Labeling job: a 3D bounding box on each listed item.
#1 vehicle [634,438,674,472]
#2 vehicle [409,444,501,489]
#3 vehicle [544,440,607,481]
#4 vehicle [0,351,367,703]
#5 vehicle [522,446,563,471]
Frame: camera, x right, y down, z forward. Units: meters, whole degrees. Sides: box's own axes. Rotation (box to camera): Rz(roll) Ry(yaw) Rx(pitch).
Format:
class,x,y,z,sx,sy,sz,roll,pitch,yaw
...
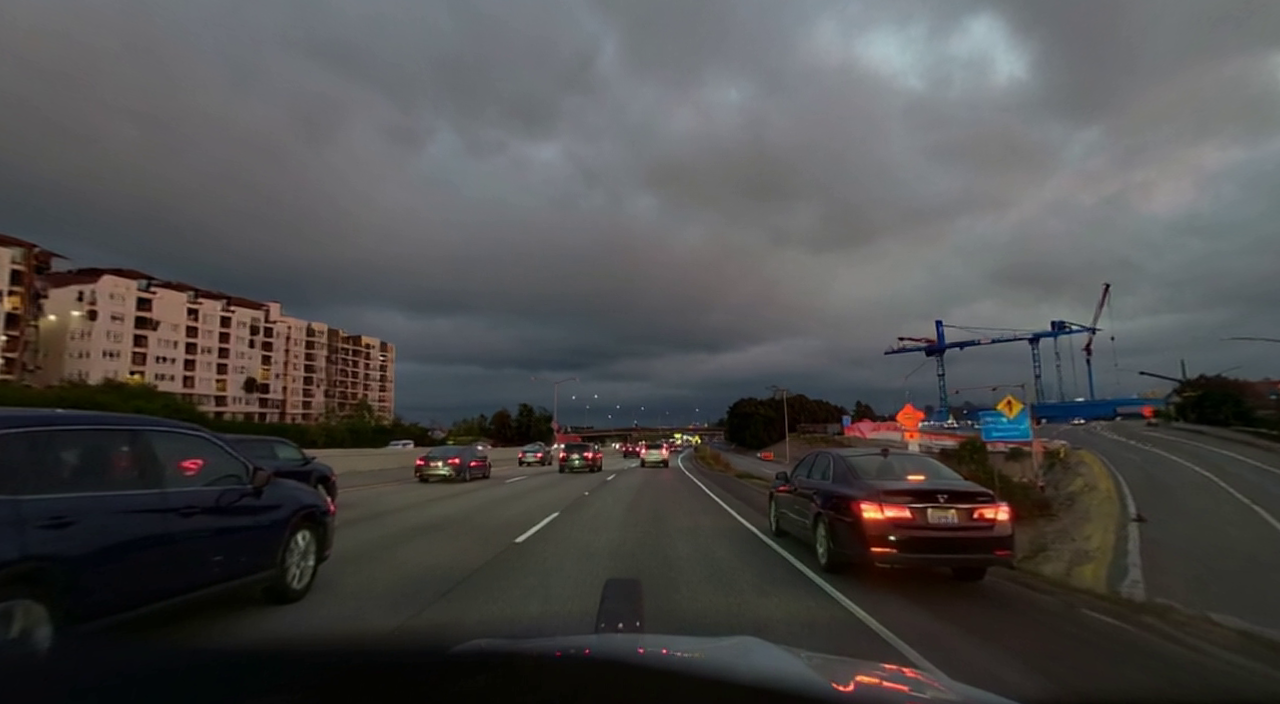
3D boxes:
class,x,y,z,sx,sy,sz,roll,pitch,yaw
vehicle,0.795,5.812,35.666,2.116,1.763,4.352,0,-9,1
vehicle,-6.765,4.220,23.563,1.959,1.486,4.460,0,-9,2
vehicle,-2.802,4.863,28.439,2.109,1.657,4.554,0,-8,3
vehicle,-3.694,1.021,3.774,2.045,1.710,4.382,0,-8,1
vehicle,-6.385,6.974,41.581,1.931,1.505,4.386,0,-8,1
